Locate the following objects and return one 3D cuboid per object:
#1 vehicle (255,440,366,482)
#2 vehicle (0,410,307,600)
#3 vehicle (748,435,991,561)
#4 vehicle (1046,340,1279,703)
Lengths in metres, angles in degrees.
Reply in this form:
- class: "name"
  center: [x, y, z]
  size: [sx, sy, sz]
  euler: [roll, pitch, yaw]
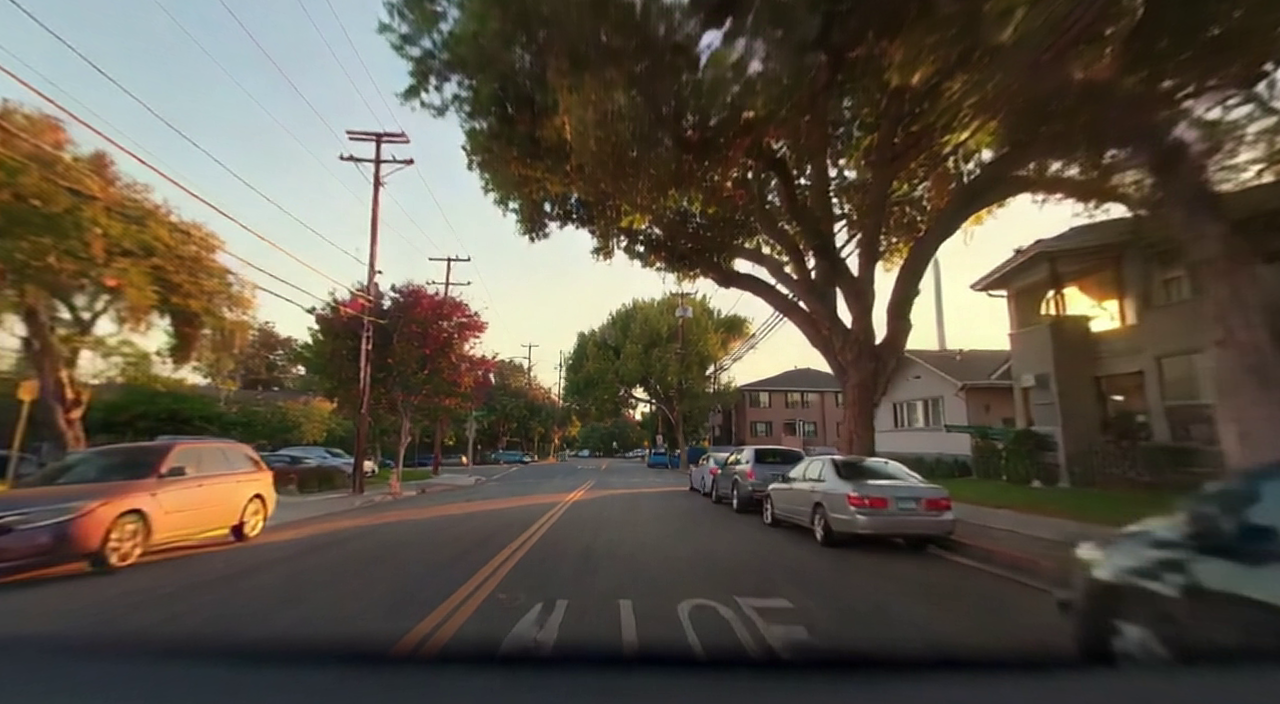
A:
- class: "vehicle"
  center: [-17.207, 5.650, 33.140]
  size: [4.822, 1.868, 2.015]
  euler: [4, -10, -39]
- class: "vehicle"
  center: [-6.724, 1.843, 8.584]
  size: [1.992, 1.853, 4.561]
  euler: [0, -8, -2]
- class: "vehicle"
  center: [3.294, 2.207, 10.363]
  size: [1.895, 1.537, 4.844]
  euler: [1, -9, -4]
- class: "vehicle"
  center: [3.354, 0.713, 1.509]
  size: [1.936, 1.756, 4.127]
  euler: [0, -9, -1]
